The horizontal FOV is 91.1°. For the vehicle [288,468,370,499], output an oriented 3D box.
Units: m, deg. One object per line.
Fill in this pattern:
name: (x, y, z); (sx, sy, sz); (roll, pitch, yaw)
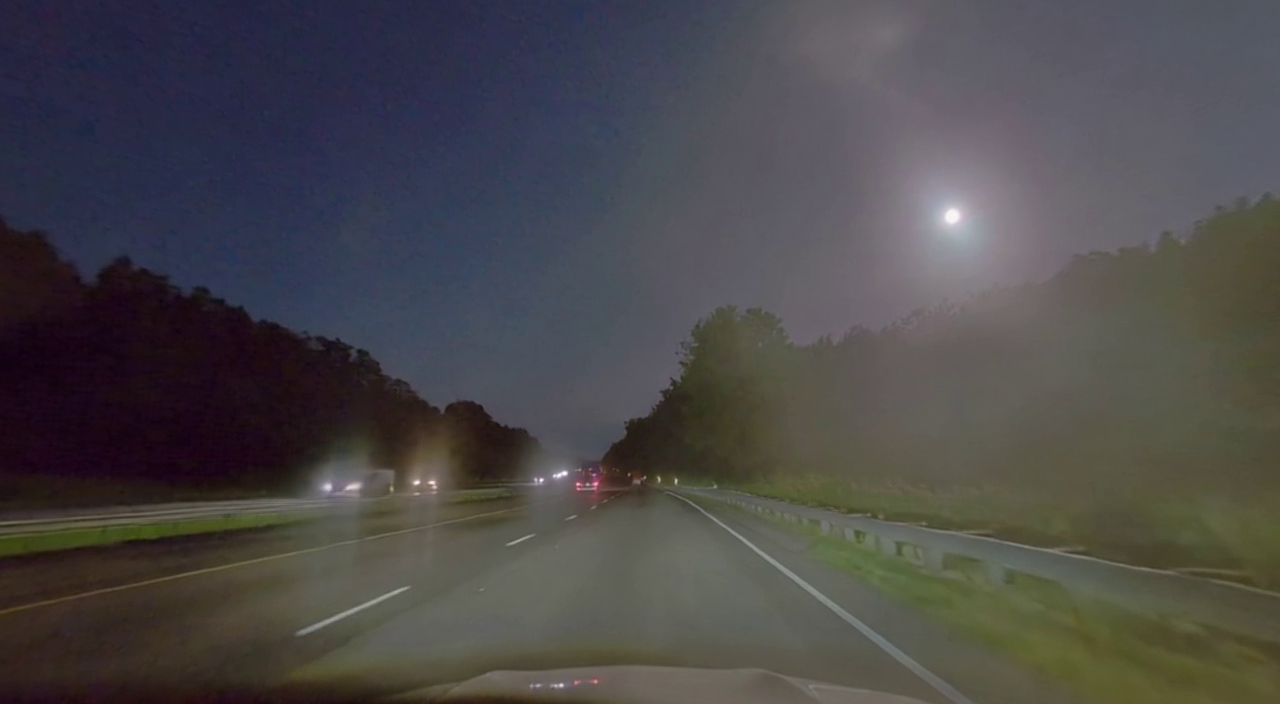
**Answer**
vehicle: (-16.253, 6.867, 33.080); (1.889, 1.459, 4.492); (0, -11, 2)
